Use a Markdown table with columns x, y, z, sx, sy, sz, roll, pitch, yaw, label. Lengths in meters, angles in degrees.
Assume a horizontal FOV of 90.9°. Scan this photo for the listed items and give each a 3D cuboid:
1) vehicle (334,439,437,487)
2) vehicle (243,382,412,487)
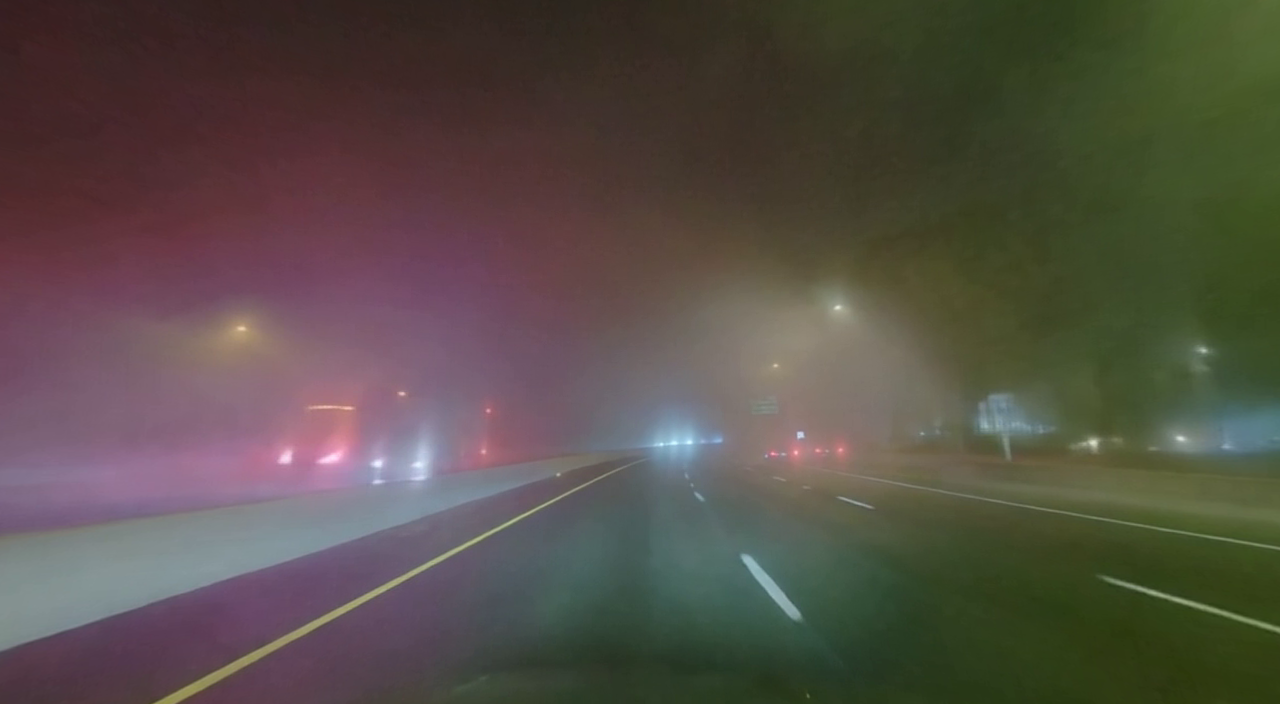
| x | y | z | sx | sy | sz | roll | pitch | yaw | label |
| --- | --- | --- | --- | --- | --- | --- | --- | --- | --- |
| -9.747 | 4.268 | 24.608 | 2.008 | 1.686 | 4.398 | 0 | -8 | 2 | vehicle |
| -13.595 | 3.779 | 28.612 | 3.020 | 4.048 | 8.294 | 0 | -8 | 3 | vehicle |
